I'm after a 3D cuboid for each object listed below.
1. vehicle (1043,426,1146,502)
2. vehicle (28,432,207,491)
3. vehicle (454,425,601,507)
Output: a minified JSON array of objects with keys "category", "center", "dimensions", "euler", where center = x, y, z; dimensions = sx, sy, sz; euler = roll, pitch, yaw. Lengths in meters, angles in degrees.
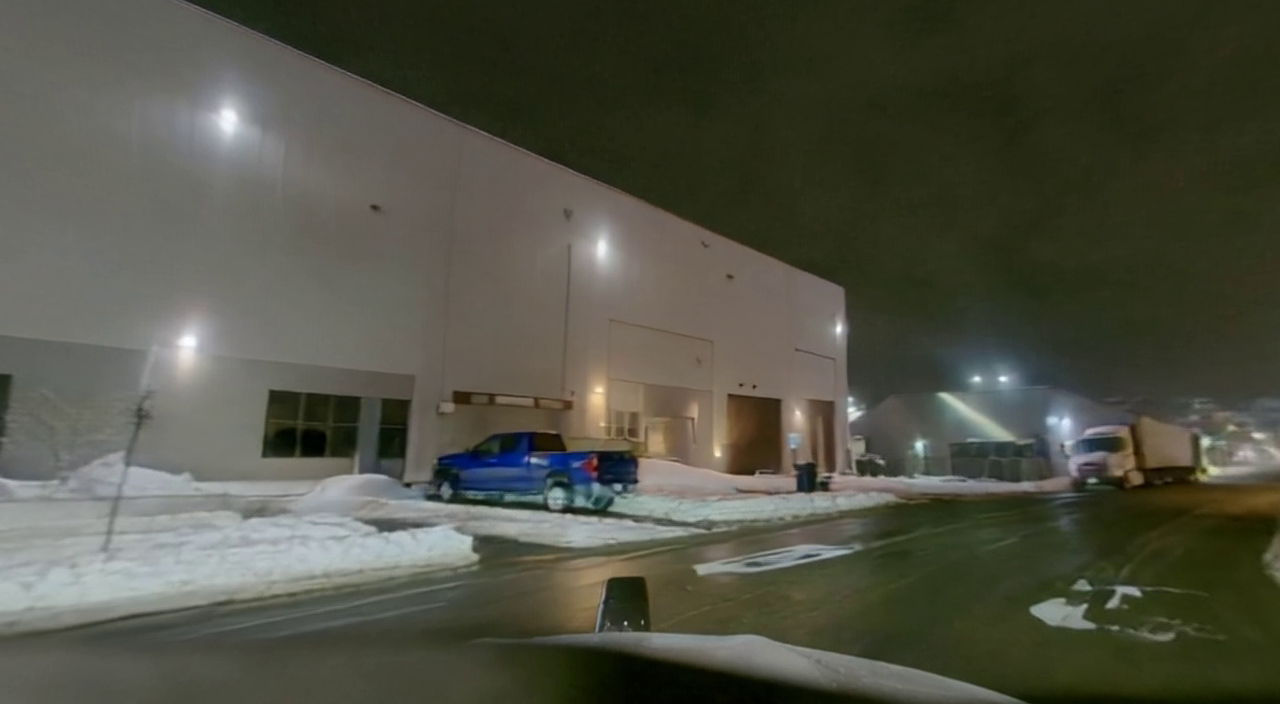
[{"category":"vehicle","center":[28.172,6.829,38.949],"dimensions":[7.722,4.217,3.111],"euler":[8,-12,-41]},{"category":"vehicle","center":[-20.843,4.372,25.361],"dimensions":[1.997,2.103,5.207],"euler":[-9,-13,44]},{"category":"vehicle","center":[-4.760,4.571,26.175],"dimensions":[6.271,3.004,2.298],"euler":[-5,-9,37]}]
